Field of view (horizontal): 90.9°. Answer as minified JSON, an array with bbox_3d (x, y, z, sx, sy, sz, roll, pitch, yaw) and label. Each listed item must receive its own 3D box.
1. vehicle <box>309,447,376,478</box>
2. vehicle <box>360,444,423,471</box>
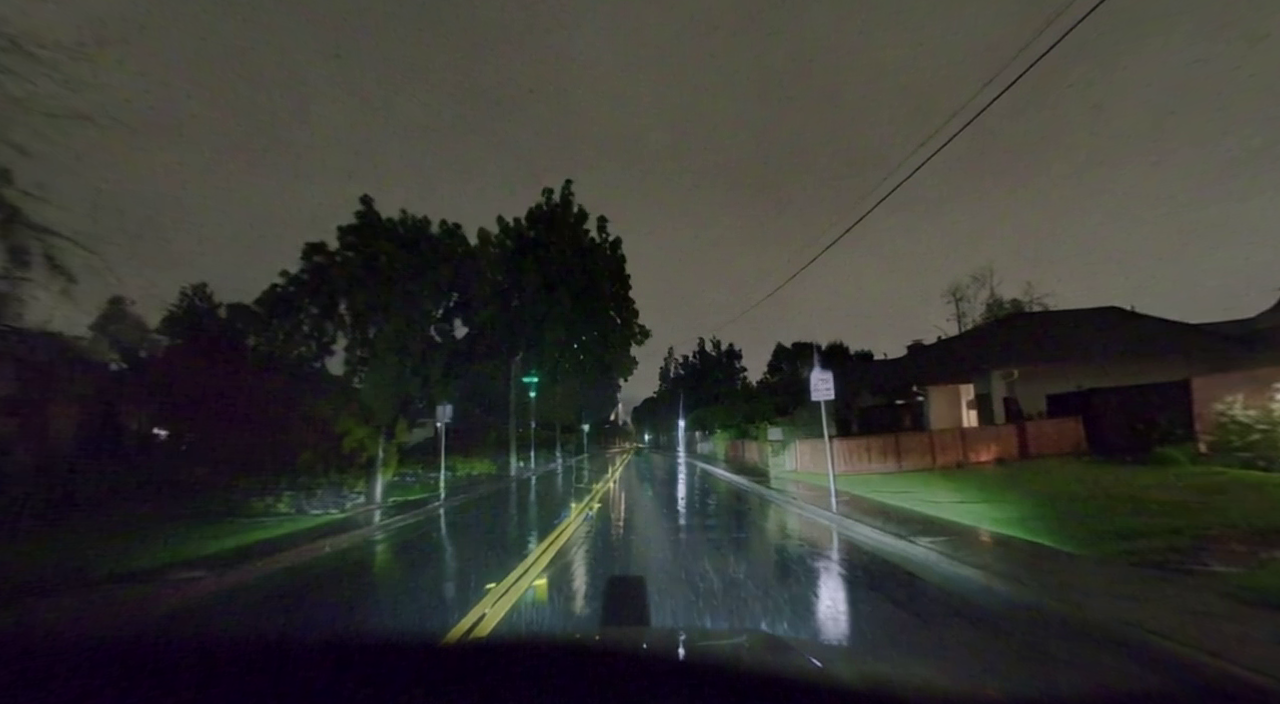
[{"bbox_3d":[-17.550,6.492,37.403,1.903,1.500,4.214,-3,-7,1],"label":"vehicle"},{"bbox_3d":[-14.667,6.254,37.503,1.830,1.495,4.641,0,-8,1],"label":"vehicle"}]
